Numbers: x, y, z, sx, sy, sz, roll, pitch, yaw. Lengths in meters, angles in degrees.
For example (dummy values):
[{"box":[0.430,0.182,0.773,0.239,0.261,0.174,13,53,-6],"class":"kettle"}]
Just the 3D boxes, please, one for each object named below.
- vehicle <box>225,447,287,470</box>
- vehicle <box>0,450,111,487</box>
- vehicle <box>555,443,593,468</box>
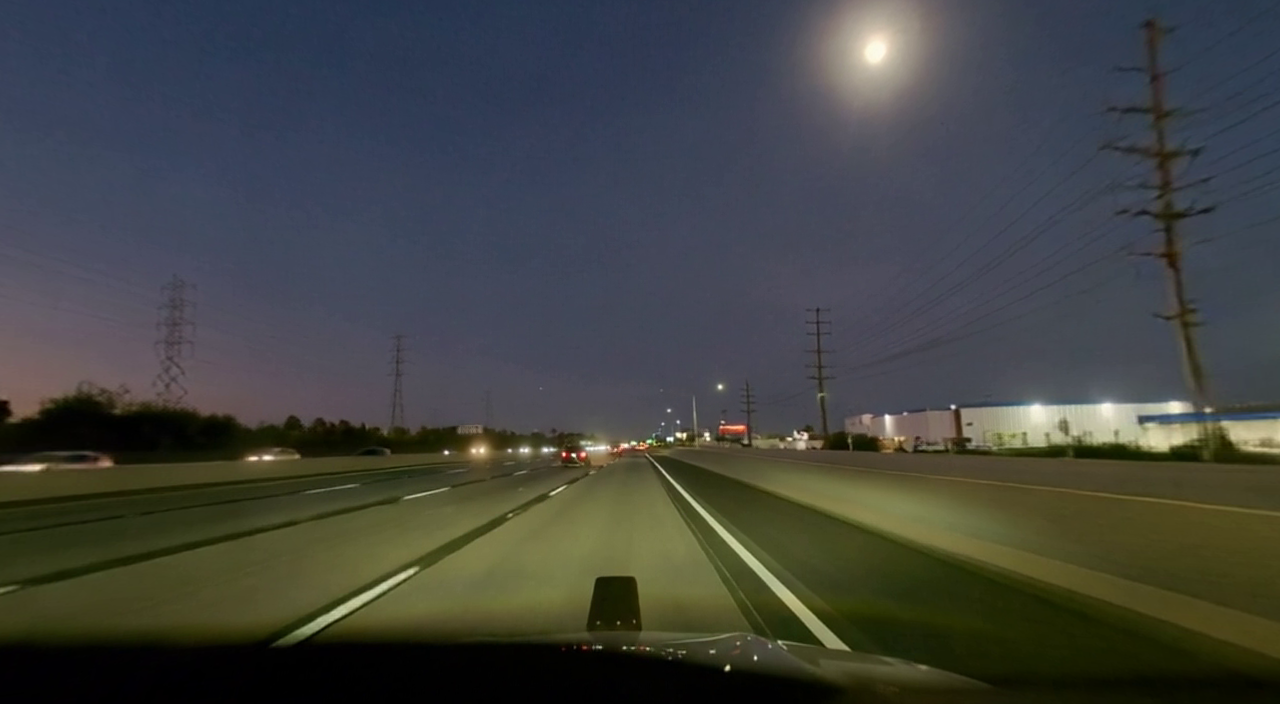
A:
[{"box":[-29.284,8.135,48.337,1.885,1.617,4.407,0,-9,0],"class":"vehicle"},{"box":[-28.692,5.627,30.755,1.809,1.455,4.744,-3,-7,0],"class":"vehicle"},{"box":[-4.194,6.667,40.842,1.940,1.479,4.545,0,-9,1],"class":"vehicle"}]
